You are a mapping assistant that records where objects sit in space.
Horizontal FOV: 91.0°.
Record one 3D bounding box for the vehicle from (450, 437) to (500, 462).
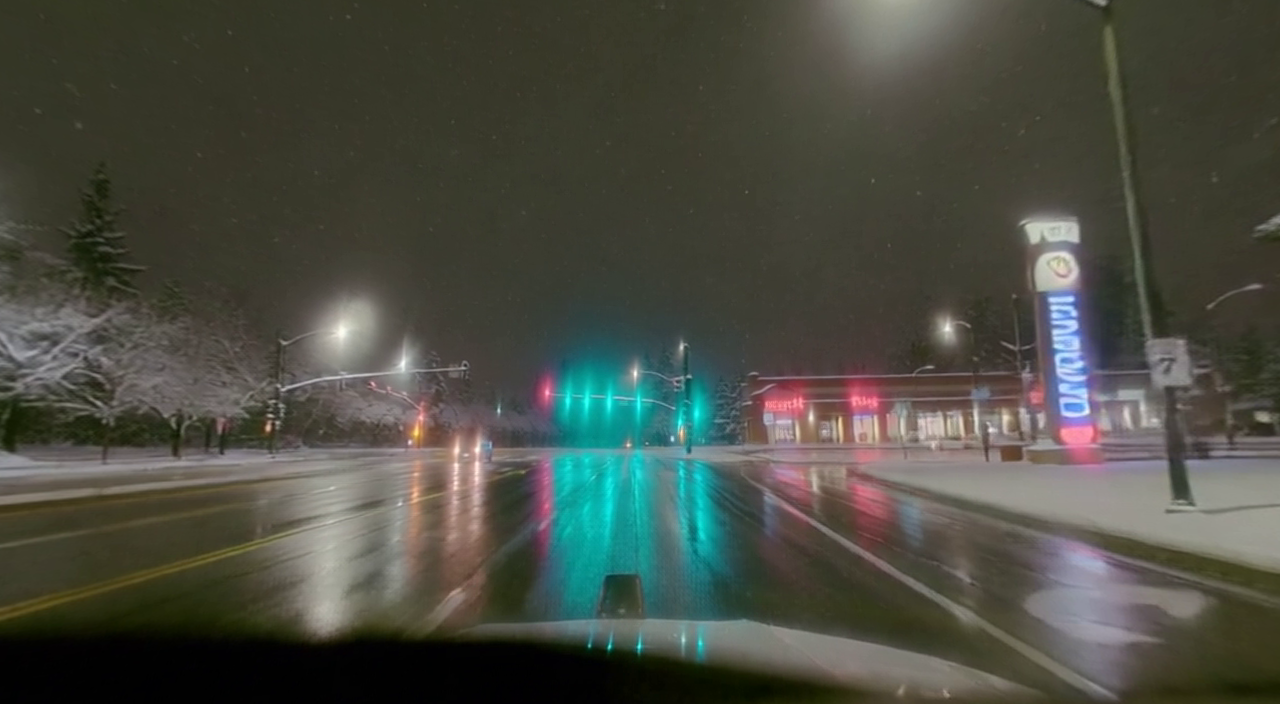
[{"bbox_3d":[-10.745,6.405,41.297,1.924,1.502,4.727,0,-9,1],"label":"vehicle"}]
